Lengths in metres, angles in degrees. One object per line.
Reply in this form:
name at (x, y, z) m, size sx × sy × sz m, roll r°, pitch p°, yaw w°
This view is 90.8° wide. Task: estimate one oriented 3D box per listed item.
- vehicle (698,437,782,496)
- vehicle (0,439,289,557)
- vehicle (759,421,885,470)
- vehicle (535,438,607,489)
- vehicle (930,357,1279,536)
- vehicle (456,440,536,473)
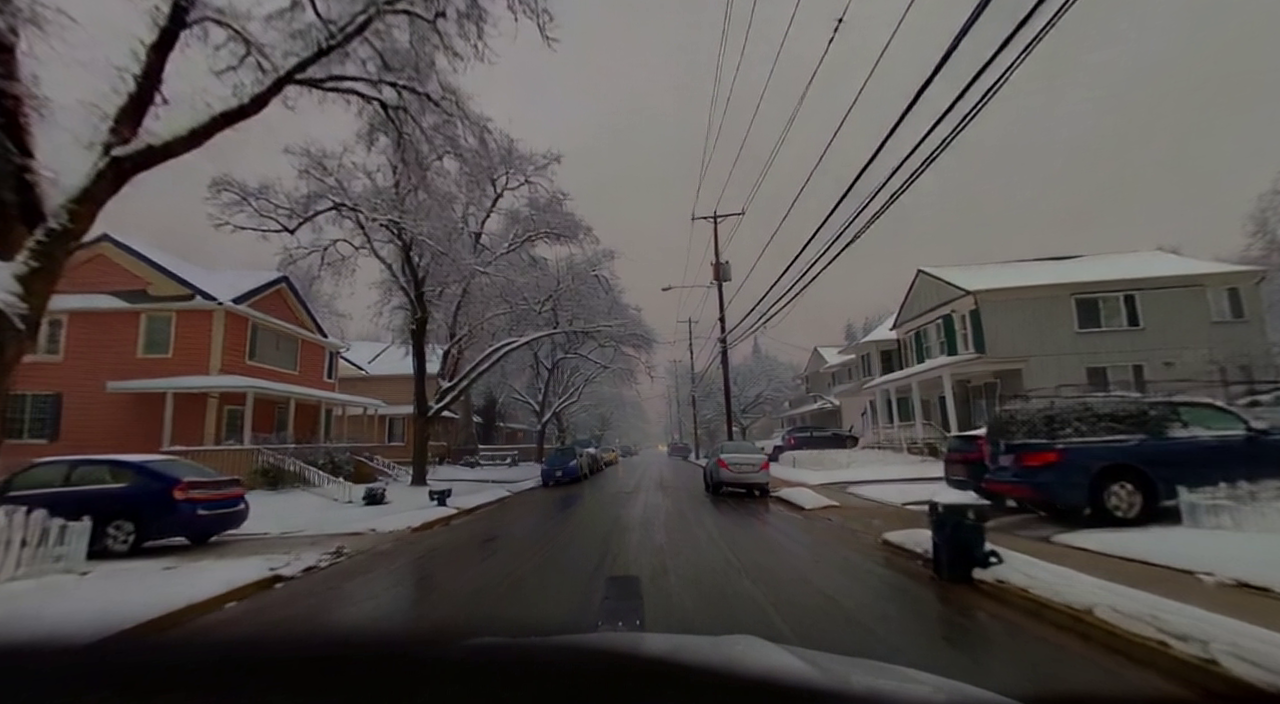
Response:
vehicle at (3.083, 3.590, 20.399) m, size 2.043 × 1.631 × 4.613 m, roll 0°, pitch -7°, yaw 1°
vehicle at (-9.044, 2.470, 11.144) m, size 4.432 × 1.739 × 2.097 m, roll 0°, pitch -5°, yaw 1°
vehicle at (8.494, 4.393, 29.944) m, size 5.274 × 2.170 × 2.205 m, roll 0°, pitch -7°, yaw -1°
vehicle at (-2.870, 4.737, 27.420) m, size 2.204 × 1.655 × 4.813 m, roll -8°, pitch -8°, yaw 1°
vehicle at (7.453, 1.243, 8.532) m, size 5.974 × 2.066 × 2.152 m, roll 1°, pitch -7°, yaw 2°
vehicle at (-8.460, 6.148, 37.331) m, size 4.088 × 1.779 × 2.109 m, roll 0°, pitch -5°, yaw 4°
